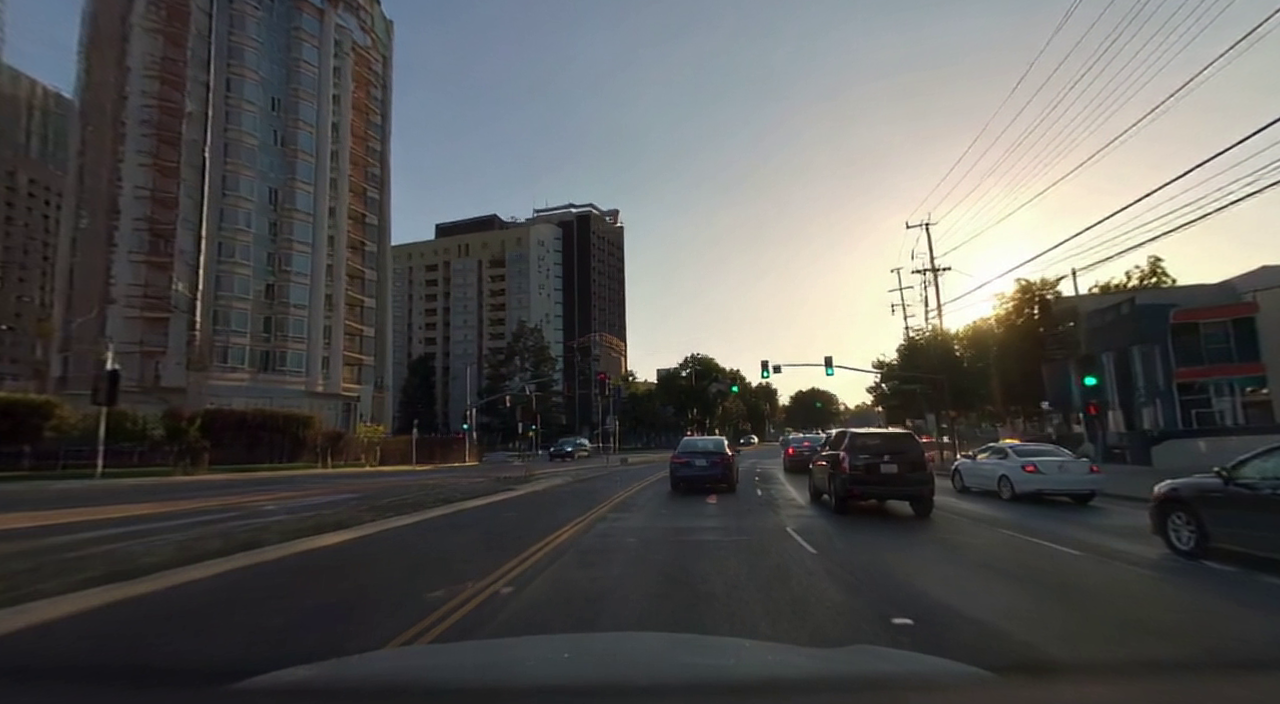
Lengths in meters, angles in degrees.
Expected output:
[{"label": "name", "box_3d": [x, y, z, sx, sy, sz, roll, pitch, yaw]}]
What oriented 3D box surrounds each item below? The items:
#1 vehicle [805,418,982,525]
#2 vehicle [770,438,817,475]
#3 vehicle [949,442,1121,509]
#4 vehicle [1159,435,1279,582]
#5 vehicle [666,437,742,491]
[{"label": "vehicle", "box_3d": [4.966, 2.399, 13.257, 2.119, 1.810, 4.848, -1, -8, 6]}, {"label": "vehicle", "box_3d": [7.248, 4.953, 30.116, 1.896, 1.612, 4.203, -1, -9, 10]}, {"label": "vehicle", "box_3d": [9.970, 3.111, 16.437, 1.882, 1.463, 4.543, -1, -8, 6]}, {"label": "vehicle", "box_3d": [7.379, 1.465, 5.576, 1.866, 1.471, 4.478, 0, -8, 2]}, {"label": "vehicle", "box_3d": [2.187, 3.577, 20.529, 2.168, 1.527, 4.174, -1, -9, 10]}]
